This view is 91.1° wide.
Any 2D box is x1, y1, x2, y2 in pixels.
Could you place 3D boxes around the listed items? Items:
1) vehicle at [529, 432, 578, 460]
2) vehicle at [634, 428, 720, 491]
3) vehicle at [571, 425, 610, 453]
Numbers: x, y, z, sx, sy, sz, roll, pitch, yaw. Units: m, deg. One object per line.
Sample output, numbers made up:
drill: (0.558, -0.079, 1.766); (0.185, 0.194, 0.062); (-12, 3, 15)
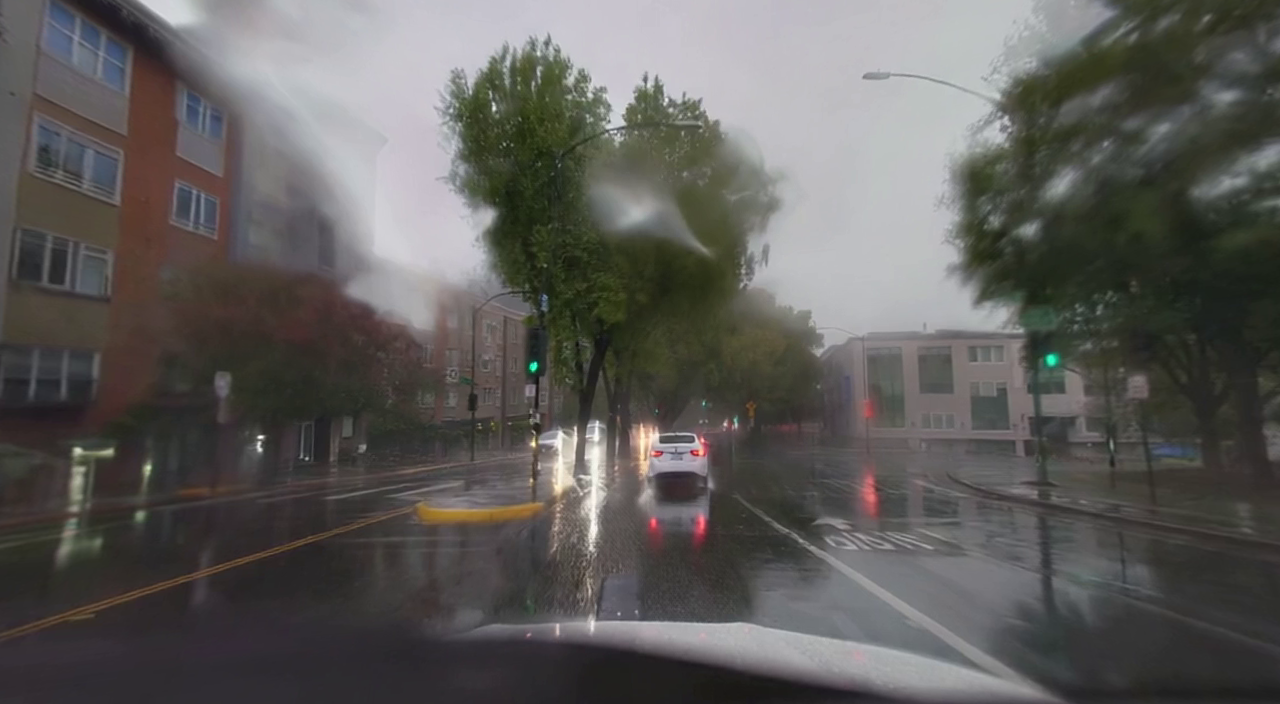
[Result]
vehicle: (-4.910, 5.392, 36.183); (1.884, 1.509, 4.416); (-1, -8, 5)
vehicle: (0.969, 2.714, 16.393); (1.950, 1.401, 4.159); (-1, -8, 4)
vehicle: (-3.830, 6.863, 49.776); (2.310, 2.045, 4.763); (-1, -8, 5)
